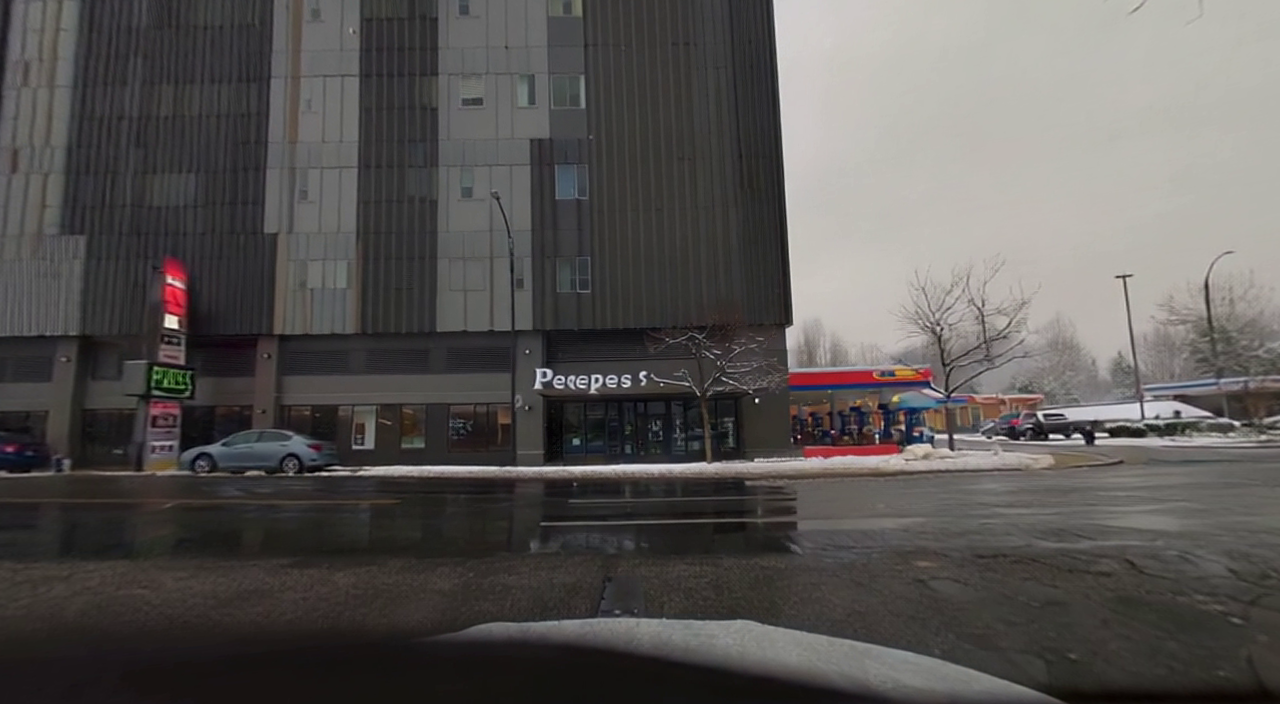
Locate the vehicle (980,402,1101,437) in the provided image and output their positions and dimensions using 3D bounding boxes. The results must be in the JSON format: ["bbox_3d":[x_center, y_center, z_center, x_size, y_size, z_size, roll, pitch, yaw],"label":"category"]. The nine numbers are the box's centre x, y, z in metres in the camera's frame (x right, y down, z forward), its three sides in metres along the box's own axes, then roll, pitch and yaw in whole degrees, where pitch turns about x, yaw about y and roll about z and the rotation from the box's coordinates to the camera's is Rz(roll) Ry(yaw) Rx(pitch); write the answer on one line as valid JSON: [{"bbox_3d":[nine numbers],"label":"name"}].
[{"bbox_3d":[28.450,4.845,45.033,7.026,2.329,2.545,1,-6,-4],"label":"vehicle"}]

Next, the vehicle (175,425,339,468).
[{"bbox_3d":[-13.969,3.460,23.229,4.857,1.497,1.811,0,-9,1],"label":"vehicle"}]

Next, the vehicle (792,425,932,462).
[{"bbox_3d":[8.581,3.556,24.595,4.782,1.371,1.763,1,-9,-5],"label":"vehicle"}]

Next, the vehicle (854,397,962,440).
[{"bbox_3d":[16.189,4.064,38.366,5.524,2.504,2.196,0,-8,-3],"label":"vehicle"}]
